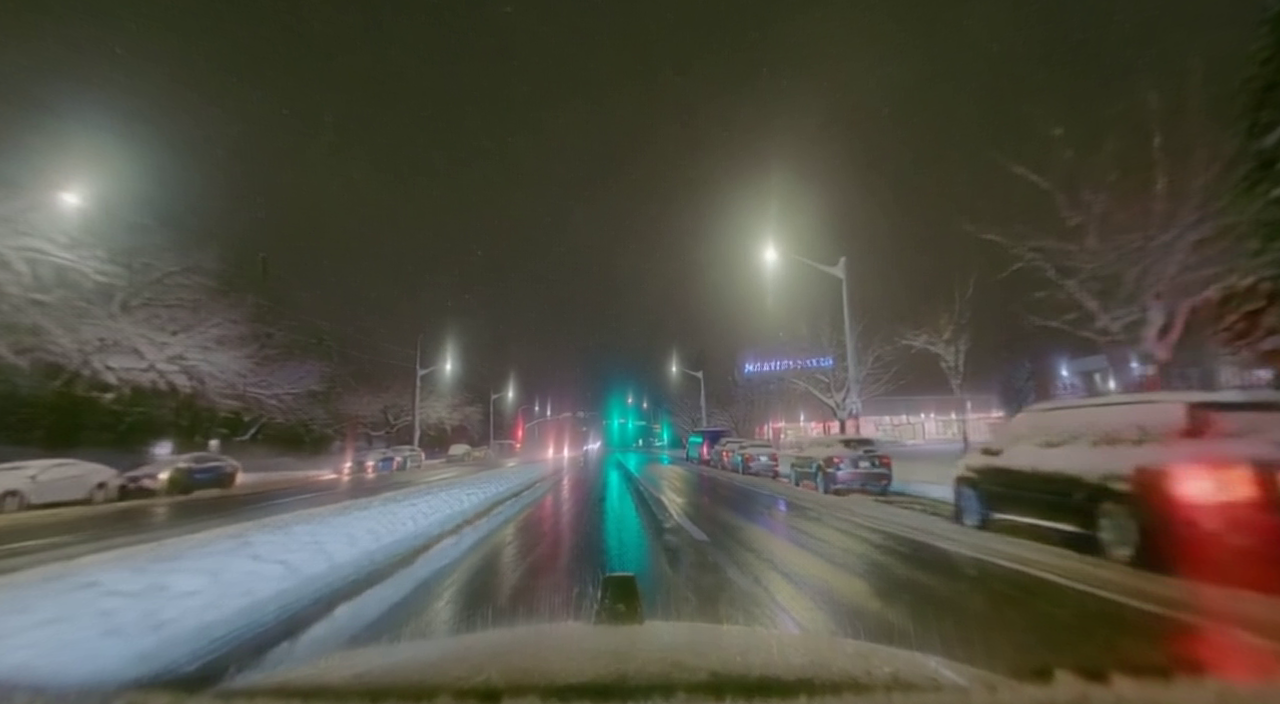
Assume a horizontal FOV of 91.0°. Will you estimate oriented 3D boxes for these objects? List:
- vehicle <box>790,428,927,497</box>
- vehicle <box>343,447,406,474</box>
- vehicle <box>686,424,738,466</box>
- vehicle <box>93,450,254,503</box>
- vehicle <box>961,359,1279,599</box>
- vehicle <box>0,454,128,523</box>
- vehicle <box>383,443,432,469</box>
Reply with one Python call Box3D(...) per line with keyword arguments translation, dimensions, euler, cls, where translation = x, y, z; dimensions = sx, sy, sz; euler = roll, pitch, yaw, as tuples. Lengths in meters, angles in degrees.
Box3D(translation=(6.677, 3.459, 20.150), dimensions=(2.092, 1.887, 5.632), euler=(0, -9, -3), cls="vehicle")
Box3D(translation=(-16.313, 6.662, 38.893), dimensions=(2.036, 1.478, 4.615), euler=(0, -8, -2), cls="vehicle")
Box3D(translation=(5.374, 7.072, 48.133), dimensions=(2.739, 2.866, 6.142), euler=(-1, -7, -5), cls="vehicle")
Box3D(translation=(-15.534, 4.128, 21.389), dimensions=(1.897, 1.517, 4.802), euler=(0, -9, -2), cls="vehicle")
Box3D(translation=(7.189, 1.618, 8.514), dimensions=(2.327, 2.296, 5.692), euler=(1, -9, -4), cls="vehicle")
Box3D(translation=(-15.442, 3.306, 15.547), dimensions=(1.880, 1.488, 4.483), euler=(0, -8, -2), cls="vehicle")
Box3D(translation=(-16.568, 7.395, 45.024), dimensions=(1.928, 1.718, 4.279), euler=(0, -8, -1), cls="vehicle")
